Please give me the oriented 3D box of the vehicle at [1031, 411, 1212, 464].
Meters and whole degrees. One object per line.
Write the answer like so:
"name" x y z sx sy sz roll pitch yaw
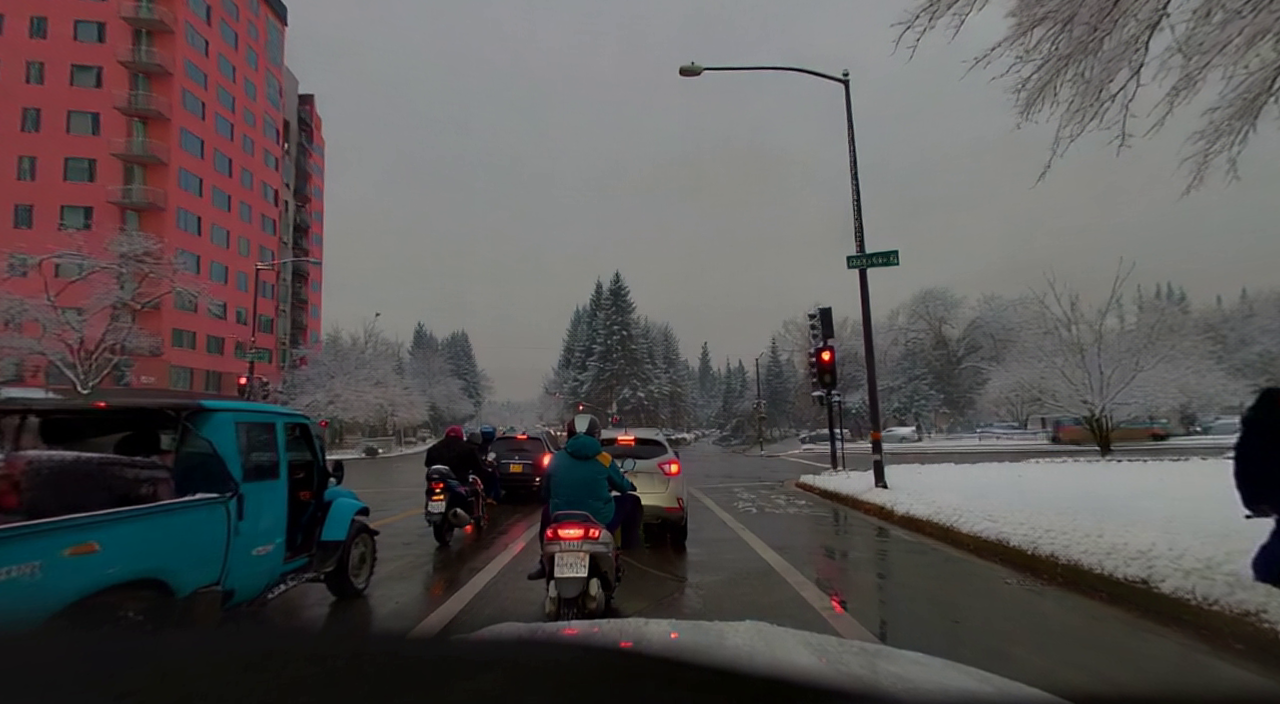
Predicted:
"vehicle" 18.352 3.347 24.342 5.226 1.840 2.016 -7 -11 37

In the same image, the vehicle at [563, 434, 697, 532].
"vehicle" -0.120 2.295 11.615 2.025 1.458 4.085 -1 -9 1

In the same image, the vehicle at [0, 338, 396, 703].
"vehicle" -3.598 1.098 4.137 2.000 1.809 4.855 0 -9 0

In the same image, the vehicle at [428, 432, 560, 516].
"vehicle" -3.126 2.703 14.431 1.935 1.615 4.073 -1 -9 2
